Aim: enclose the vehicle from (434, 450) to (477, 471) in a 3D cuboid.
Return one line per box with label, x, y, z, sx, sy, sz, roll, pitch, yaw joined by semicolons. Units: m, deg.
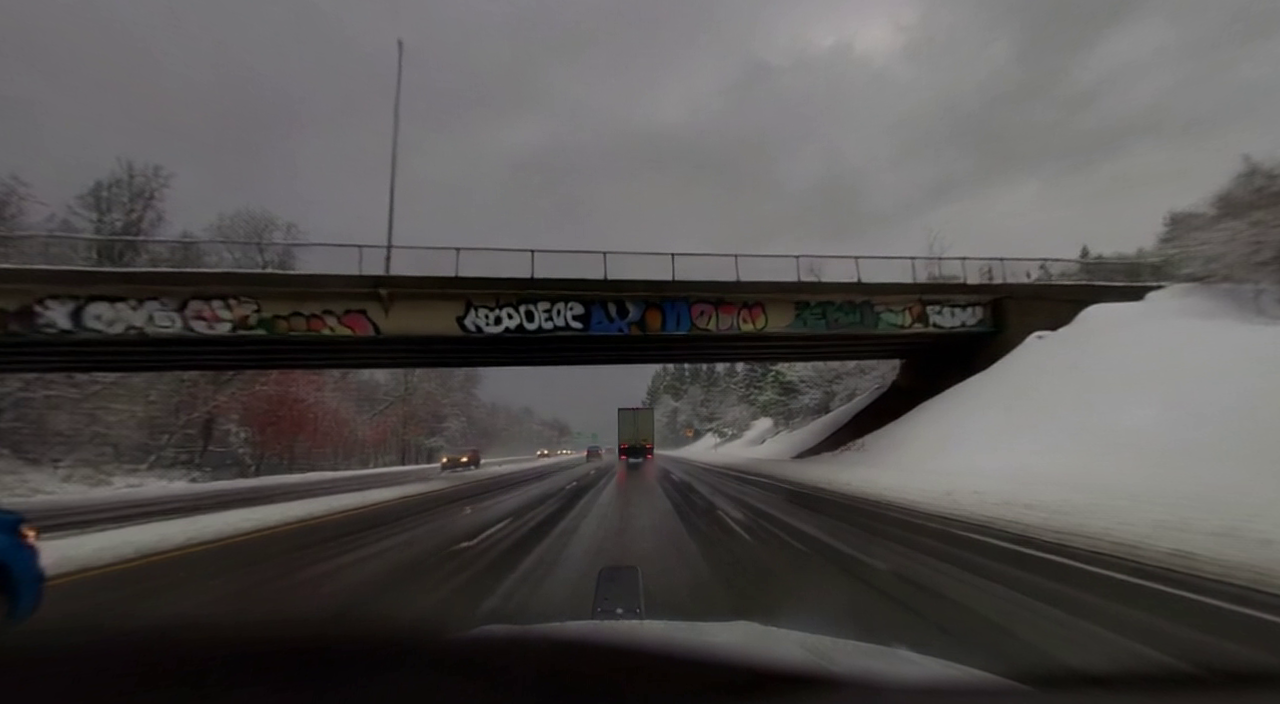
vehicle;-14.112;8.314;48.213;1.987;1.536;4.515;0;-9;-1
